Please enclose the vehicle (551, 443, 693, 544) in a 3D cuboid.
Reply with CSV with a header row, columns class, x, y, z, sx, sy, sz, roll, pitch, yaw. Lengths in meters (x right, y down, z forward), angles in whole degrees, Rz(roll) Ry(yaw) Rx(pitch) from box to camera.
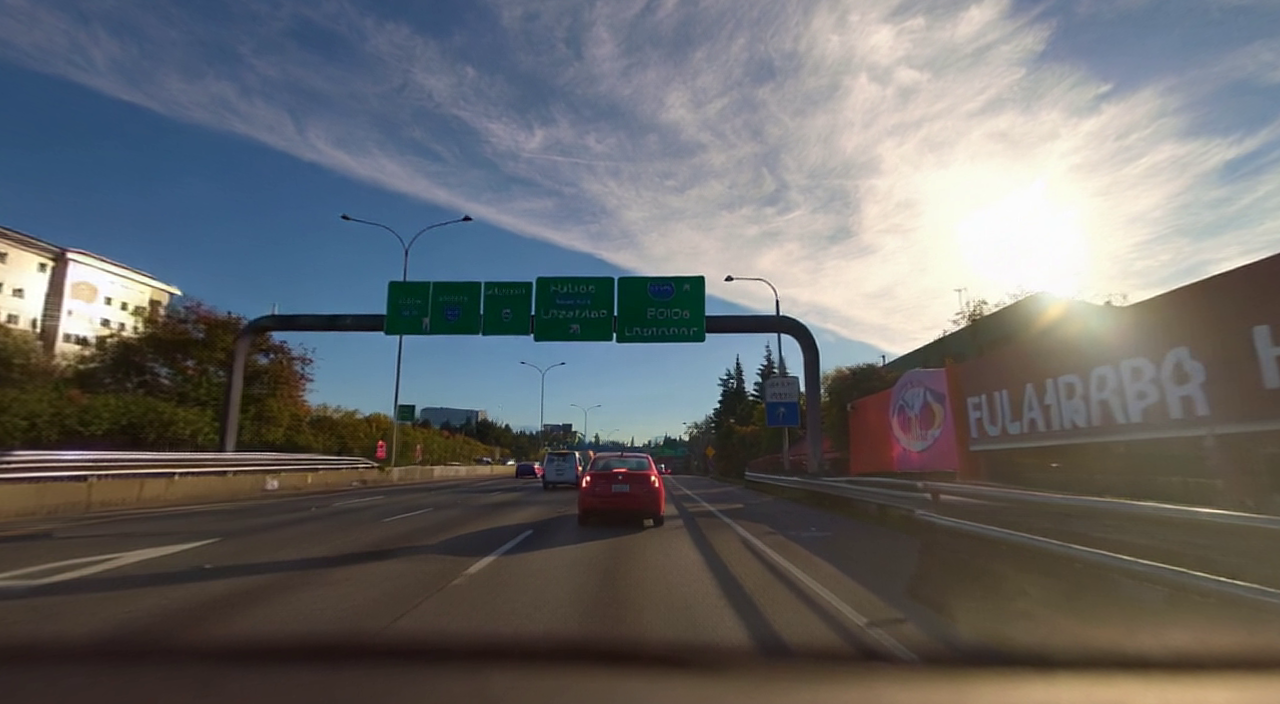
class,x,y,z,sx,sy,sz,roll,pitch,yaw
vehicle,-0.280,2.376,11.210,2.063,1.442,3.933,0,-9,0
